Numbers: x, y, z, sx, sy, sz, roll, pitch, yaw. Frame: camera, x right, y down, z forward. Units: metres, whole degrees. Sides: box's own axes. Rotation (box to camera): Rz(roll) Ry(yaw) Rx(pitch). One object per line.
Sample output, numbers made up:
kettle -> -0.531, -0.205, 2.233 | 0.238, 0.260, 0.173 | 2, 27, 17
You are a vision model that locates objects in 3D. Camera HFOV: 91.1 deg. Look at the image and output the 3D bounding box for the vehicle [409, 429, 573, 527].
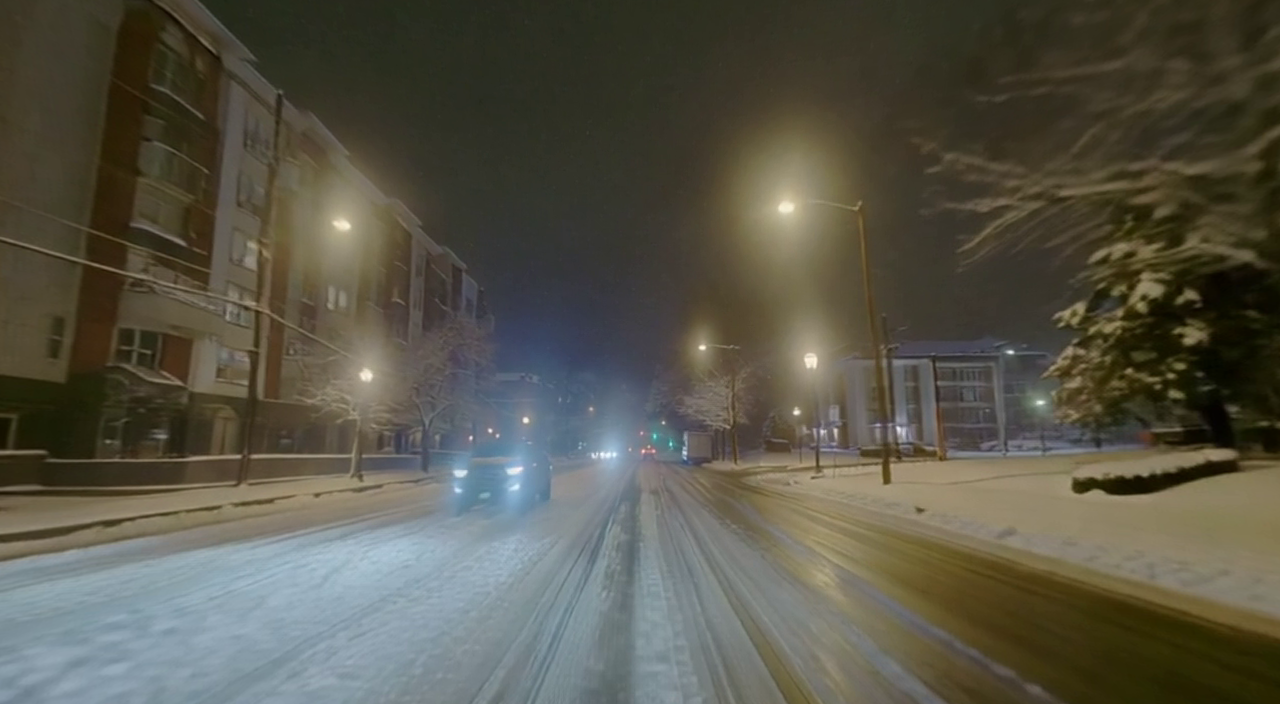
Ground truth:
vehicle -> -2.901, 2.587, 13.483 | 2.332, 1.732, 4.463 | 0, -9, 1
